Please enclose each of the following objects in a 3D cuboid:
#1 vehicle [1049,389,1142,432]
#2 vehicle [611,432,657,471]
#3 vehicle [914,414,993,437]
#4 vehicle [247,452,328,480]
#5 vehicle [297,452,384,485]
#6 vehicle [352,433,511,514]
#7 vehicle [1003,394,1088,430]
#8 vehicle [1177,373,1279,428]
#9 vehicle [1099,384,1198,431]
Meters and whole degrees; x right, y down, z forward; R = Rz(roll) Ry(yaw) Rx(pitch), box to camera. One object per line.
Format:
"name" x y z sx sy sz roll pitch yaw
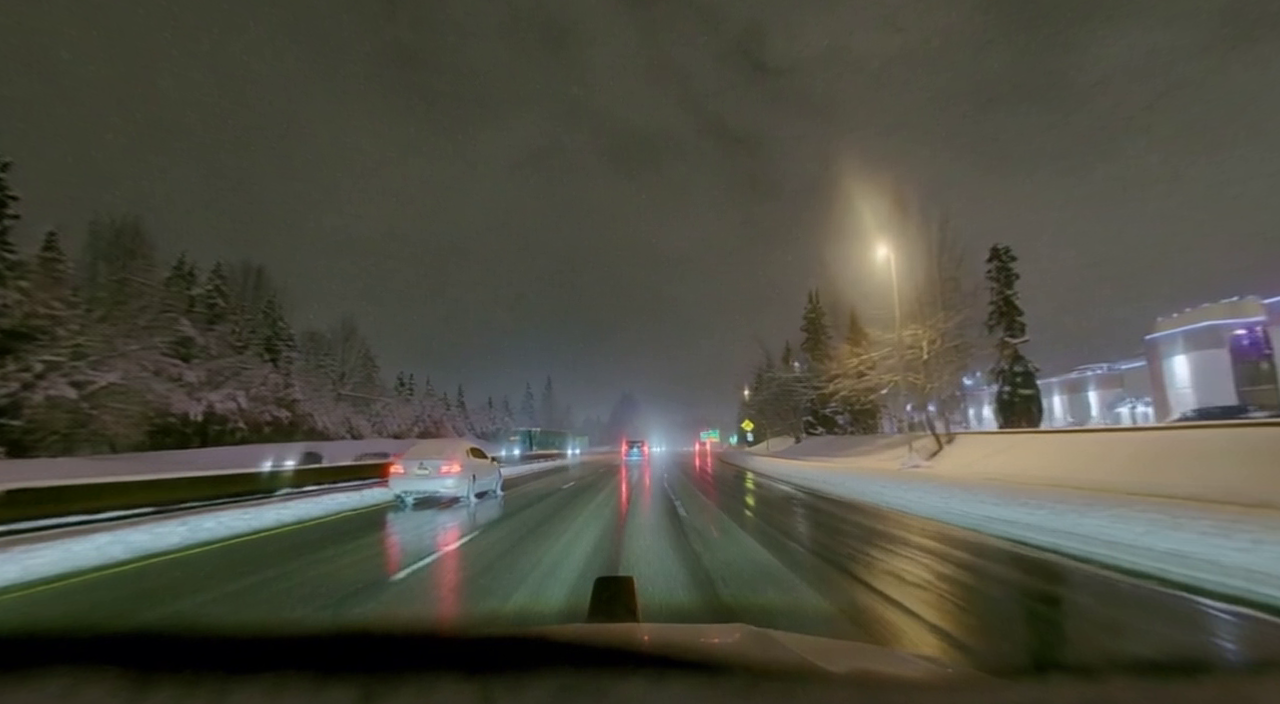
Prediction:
"vehicle" 21.215 2.786 29.391 4.166 1.829 2.026 5 -9 -33
"vehicle" -0.225 5.216 33.281 2.155 1.856 4.796 -1 -9 3
"vehicle" 21.804 5.175 44.055 4.487 1.477 1.804 -1 -9 7
"vehicle" -21.100 6.801 38.035 1.963 1.502 4.795 -1 -9 2
"vehicle" -14.381 5.596 30.613 1.879 1.407 4.491 -1 -9 2
"vehicle" -4.337 2.596 14.028 1.907 1.483 4.562 -1 -8 1
"vehicle" 20.343 3.066 31.682 4.097 1.641 2.017 5 -10 -34
"vehicle" 21.096 1.821 22.473 4.234 1.657 2.021 6 -11 -38
"vehicle" 21.123 2.364 26.213 4.392 1.717 2.017 6 -11 -37
